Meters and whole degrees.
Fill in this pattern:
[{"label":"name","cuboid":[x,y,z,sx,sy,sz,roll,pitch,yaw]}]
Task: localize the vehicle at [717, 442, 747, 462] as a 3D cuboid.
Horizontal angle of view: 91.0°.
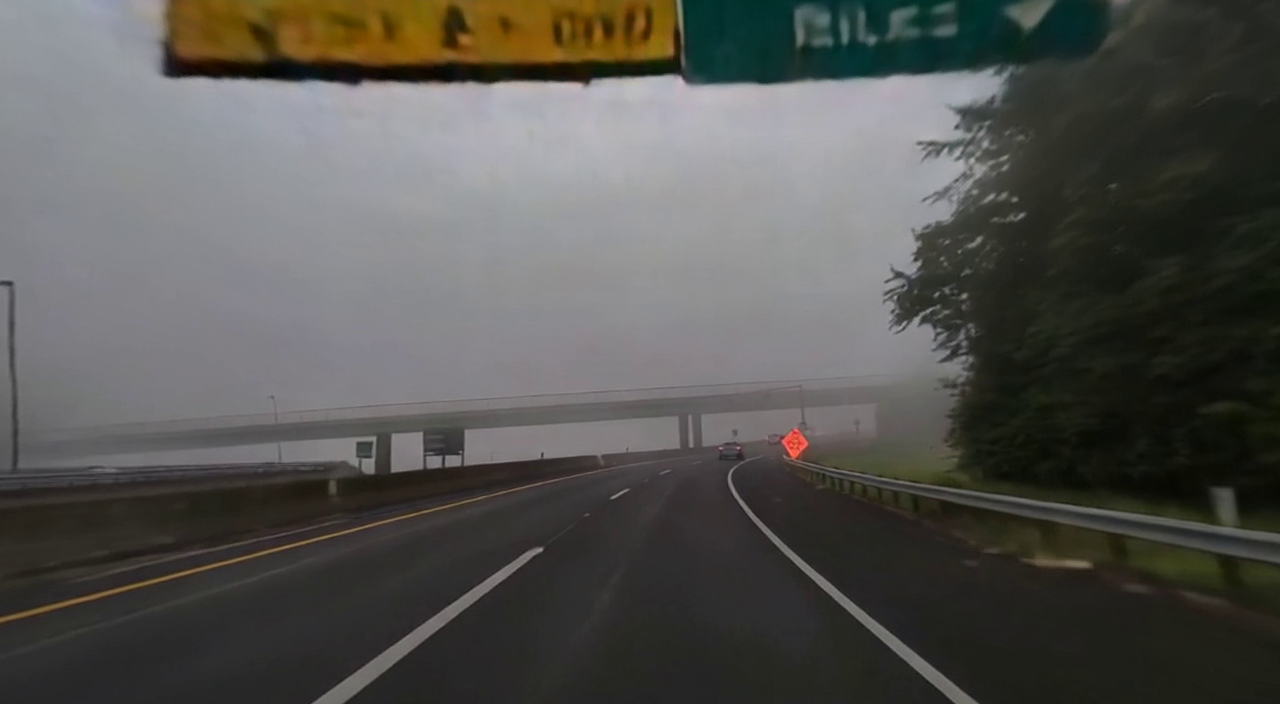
[{"label":"vehicle","cuboid":[7.335,7.904,49.947,1.985,1.511,4.012,-2,-9,13]}]
